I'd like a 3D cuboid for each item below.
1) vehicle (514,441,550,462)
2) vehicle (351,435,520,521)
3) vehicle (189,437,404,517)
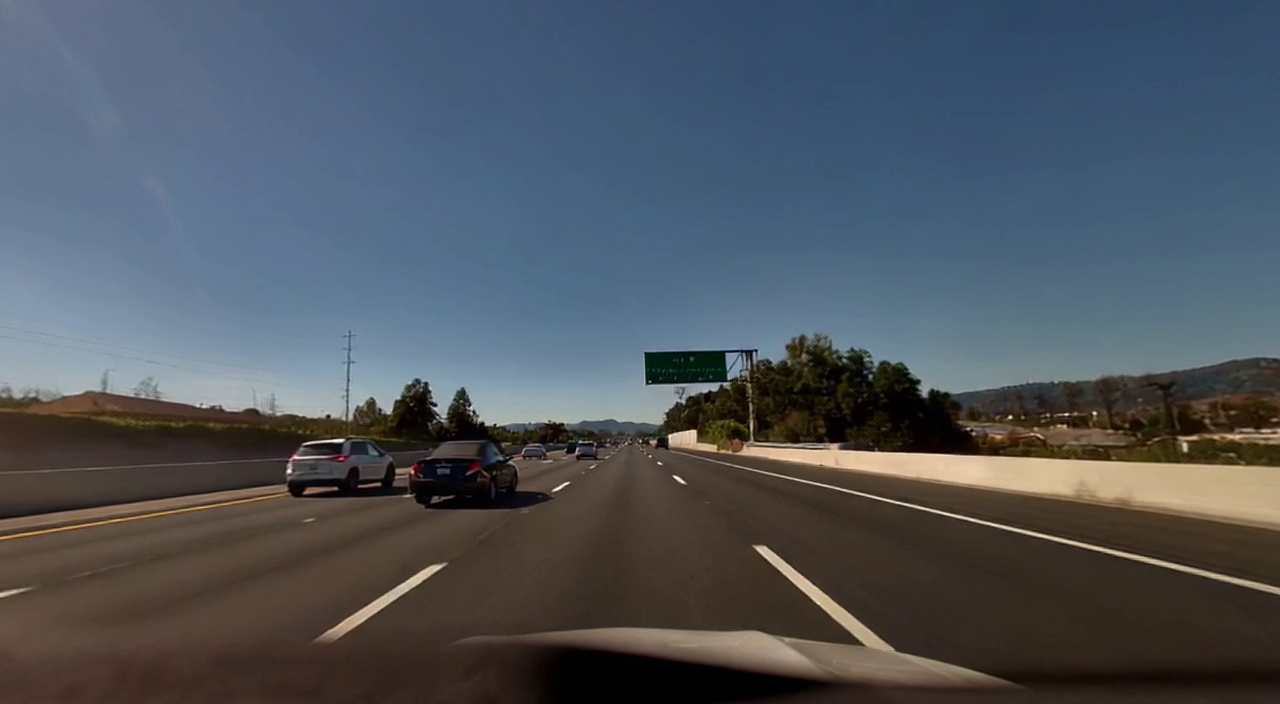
[{"bbox_3d":[-8.262,7.634,48.558,1.924,1.519,4.791,0,-8,0],"label":"vehicle"},{"bbox_3d":[-4.080,2.558,13.534,2.044,1.479,4.745,-1,-8,0],"label":"vehicle"},{"bbox_3d":[-7.476,2.734,14.456,2.264,1.492,4.748,-1,-8,0],"label":"vehicle"}]
